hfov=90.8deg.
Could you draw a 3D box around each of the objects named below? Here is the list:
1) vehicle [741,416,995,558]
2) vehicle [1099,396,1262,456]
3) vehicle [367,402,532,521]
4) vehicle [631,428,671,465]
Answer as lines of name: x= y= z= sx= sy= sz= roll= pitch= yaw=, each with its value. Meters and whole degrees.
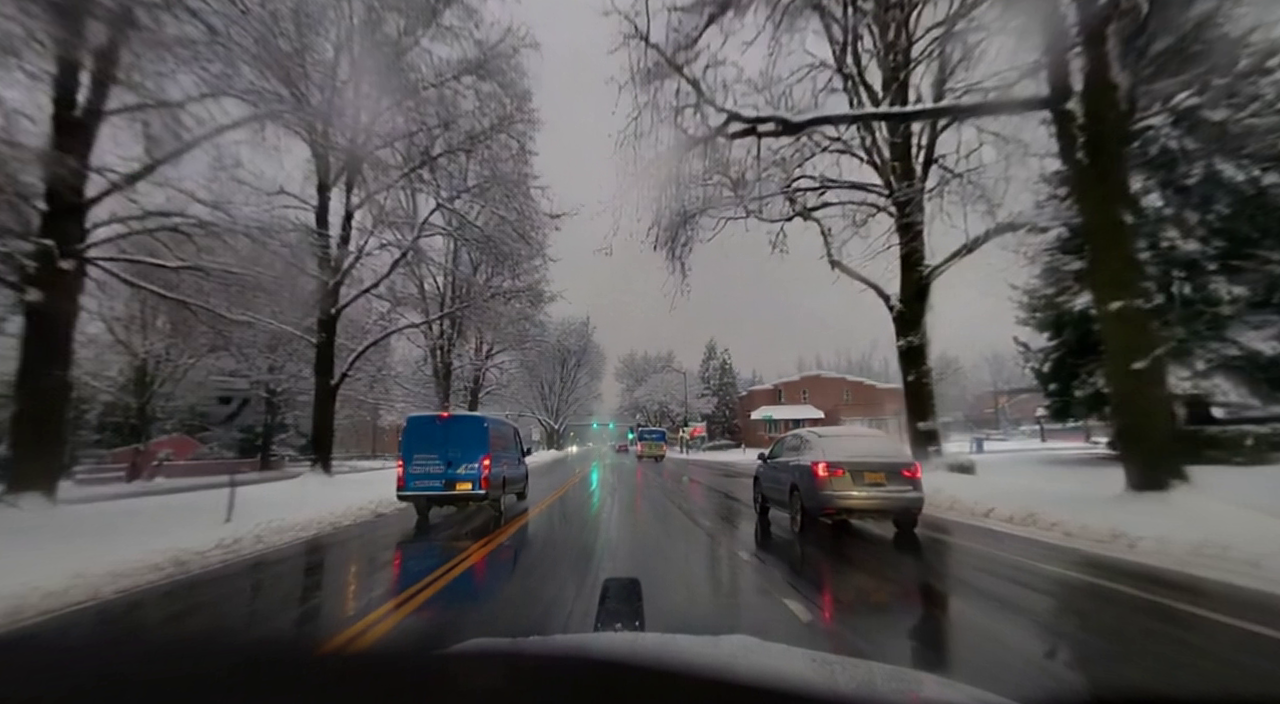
vehicle: x=3.081 y=1.938 z=9.832 sx=2.087 sy=1.658 sz=4.612 roll=0 pitch=-8 yaw=-2
vehicle: x=29.768 y=4.140 z=34.895 sx=7.267 sy=3.074 sz=2.768 roll=2 pitch=-8 yaw=-13
vehicle: x=-3.987 y=2.406 z=14.259 sx=2.420 sy=2.227 sz=4.499 roll=0 pitch=-8 yaw=-2
vehicle: x=0.739 y=6.900 z=46.195 sx=2.397 sy=2.566 sz=5.324 roll=1 pitch=-9 yaw=-5
